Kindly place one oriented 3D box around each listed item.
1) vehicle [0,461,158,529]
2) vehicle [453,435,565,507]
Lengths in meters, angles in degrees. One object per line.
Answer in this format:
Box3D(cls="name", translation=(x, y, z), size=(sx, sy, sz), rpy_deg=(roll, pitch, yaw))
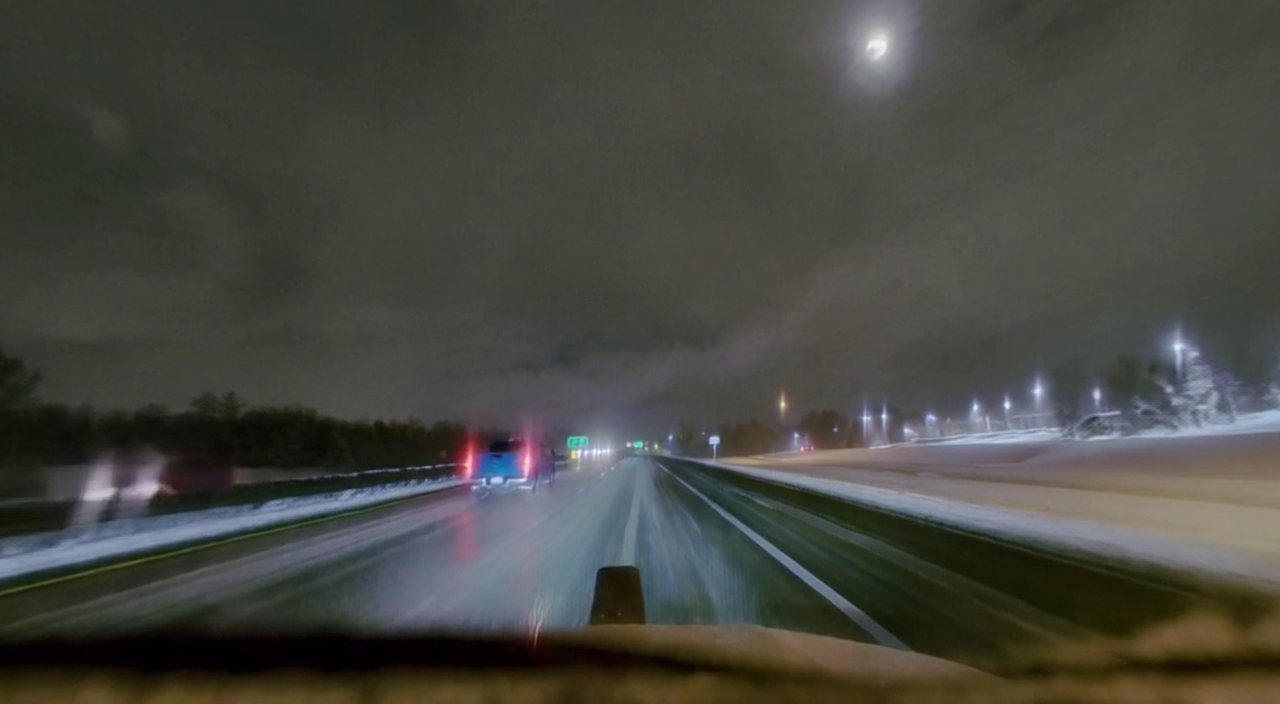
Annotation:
Box3D(cls="vehicle", translation=(-15.859, 3.784, 17.135), size=(1.827, 1.466, 4.553), rpy_deg=(0, -9, -1))
Box3D(cls="vehicle", translation=(-3.440, 3.236, 17.523), size=(2.152, 1.717, 4.423), rpy_deg=(-1, -9, 0))
